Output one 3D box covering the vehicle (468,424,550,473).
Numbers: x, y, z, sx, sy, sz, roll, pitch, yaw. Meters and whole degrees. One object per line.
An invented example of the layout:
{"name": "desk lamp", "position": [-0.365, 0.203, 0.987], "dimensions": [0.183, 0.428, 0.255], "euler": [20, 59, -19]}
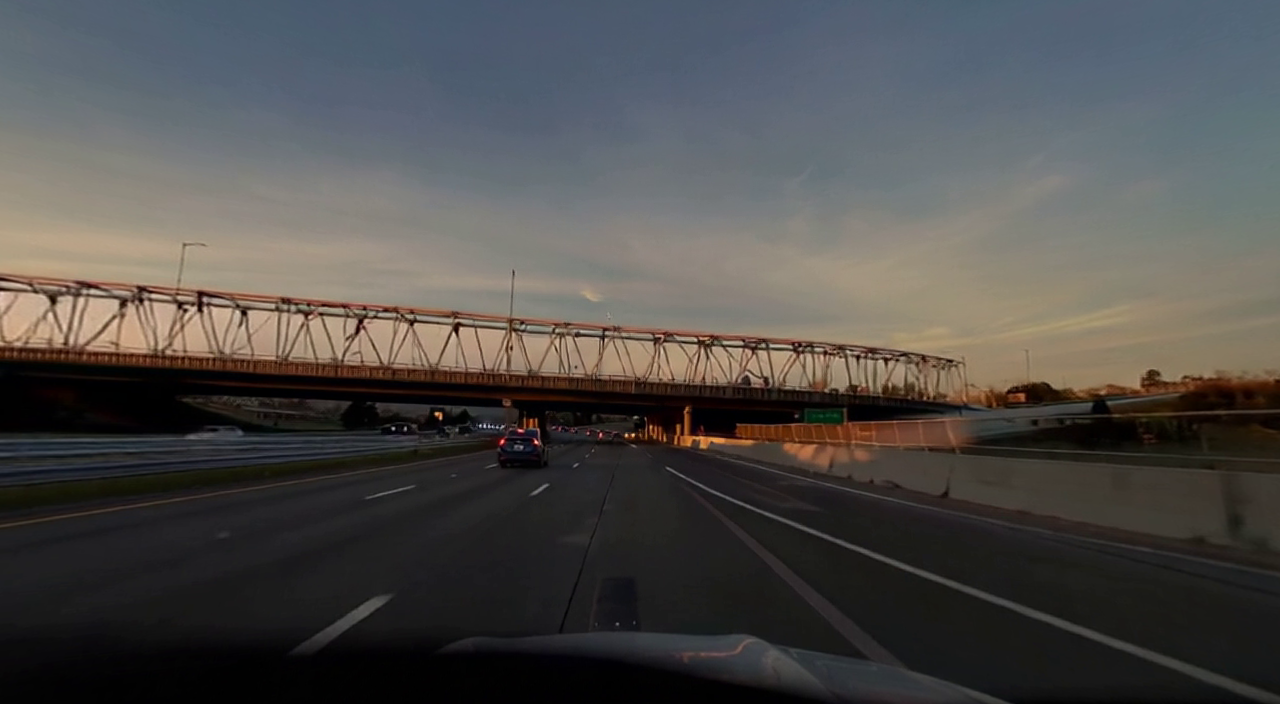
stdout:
{"name": "vehicle", "position": [-4.773, 3.594, 23.729], "dimensions": [2.123, 1.601, 4.887], "euler": [0, -8, -1]}
